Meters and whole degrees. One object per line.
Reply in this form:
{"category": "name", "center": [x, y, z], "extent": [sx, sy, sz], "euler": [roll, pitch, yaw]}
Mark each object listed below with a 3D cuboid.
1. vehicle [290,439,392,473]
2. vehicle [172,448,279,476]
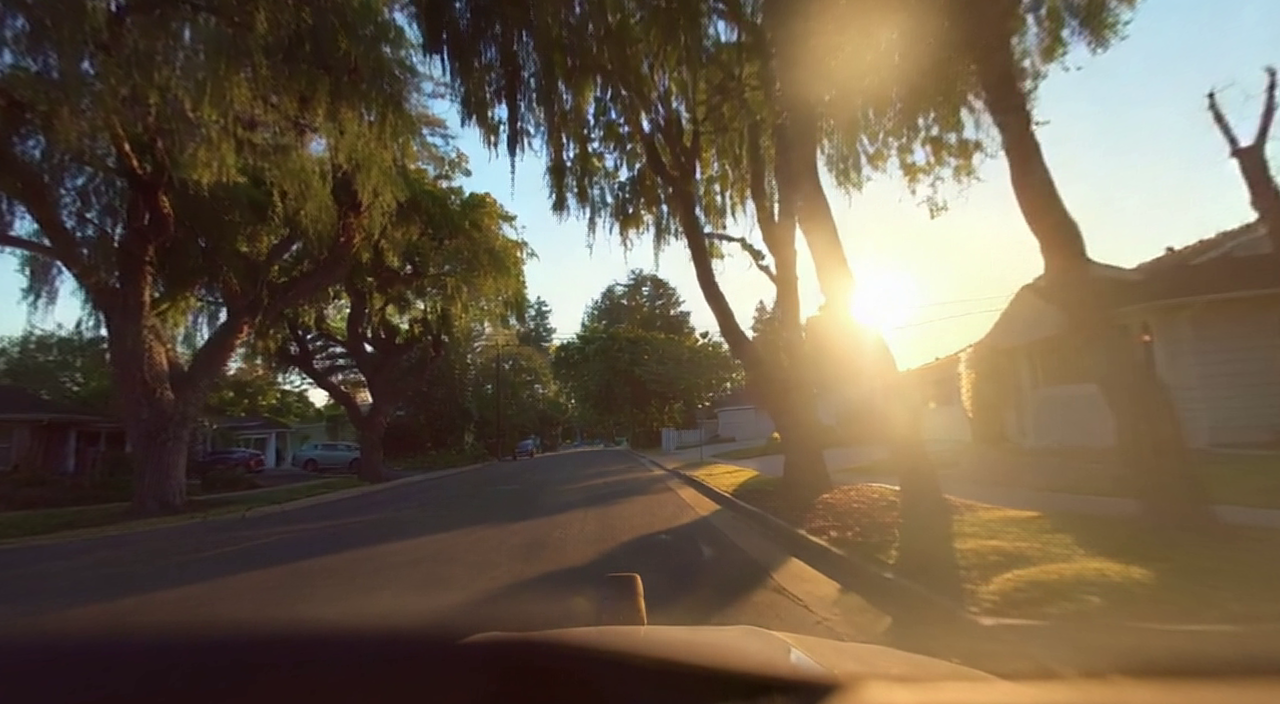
{"category": "vehicle", "center": [-16.235, 5.655, 34.521], "extent": [4.559, 1.745, 1.918], "euler": [1, -8, -4]}
{"category": "vehicle", "center": [-22.619, 5.988, 34.603], "extent": [4.531, 1.470, 1.855], "euler": [0, -8, -1]}
